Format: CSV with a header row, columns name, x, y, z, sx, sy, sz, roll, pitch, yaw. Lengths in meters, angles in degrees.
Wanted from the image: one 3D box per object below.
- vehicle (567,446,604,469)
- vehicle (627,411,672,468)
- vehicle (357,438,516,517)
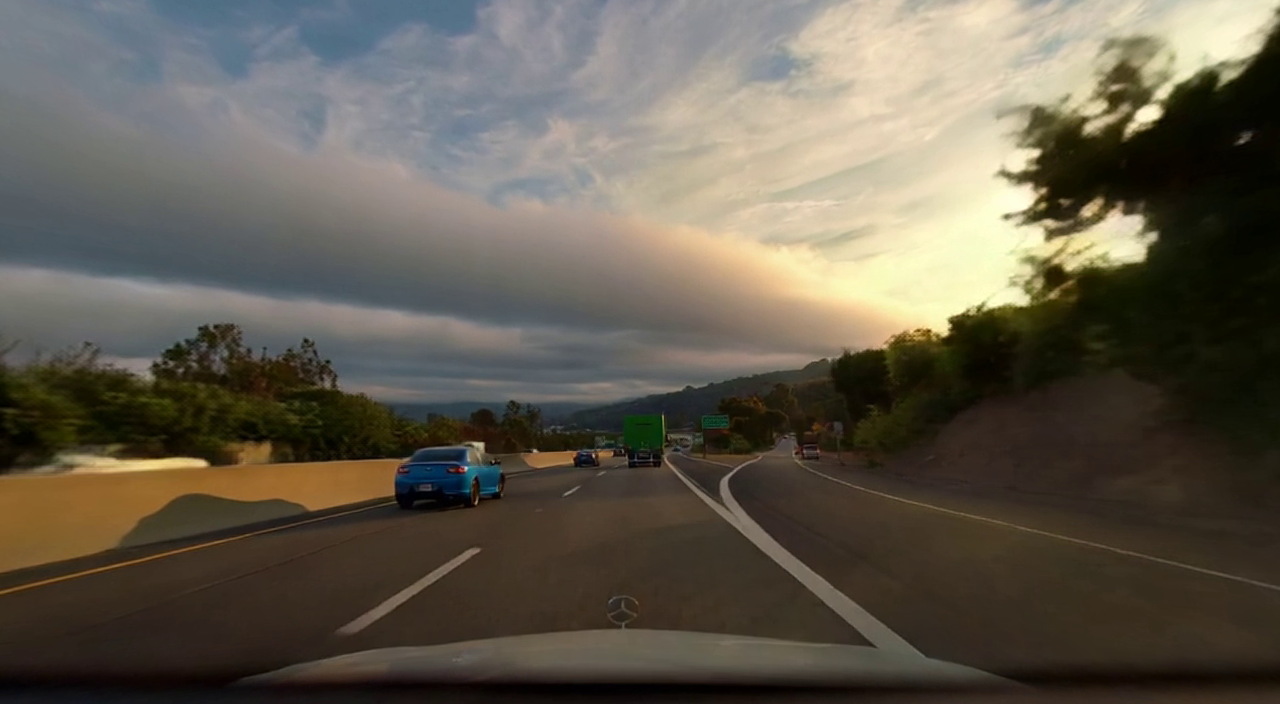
name,x,y,z,sx,sy,sz,roll,pitch,yaw
vehicle,-3.599,7.054,42.344,1.981,1.435,4.199,0,-9,2
vehicle,0.678,6.256,44.635,2.893,3.628,9.081,0,-9,1
vehicle,-4.255,2.693,14.030,2.010,1.461,4.391,0,-9,1
